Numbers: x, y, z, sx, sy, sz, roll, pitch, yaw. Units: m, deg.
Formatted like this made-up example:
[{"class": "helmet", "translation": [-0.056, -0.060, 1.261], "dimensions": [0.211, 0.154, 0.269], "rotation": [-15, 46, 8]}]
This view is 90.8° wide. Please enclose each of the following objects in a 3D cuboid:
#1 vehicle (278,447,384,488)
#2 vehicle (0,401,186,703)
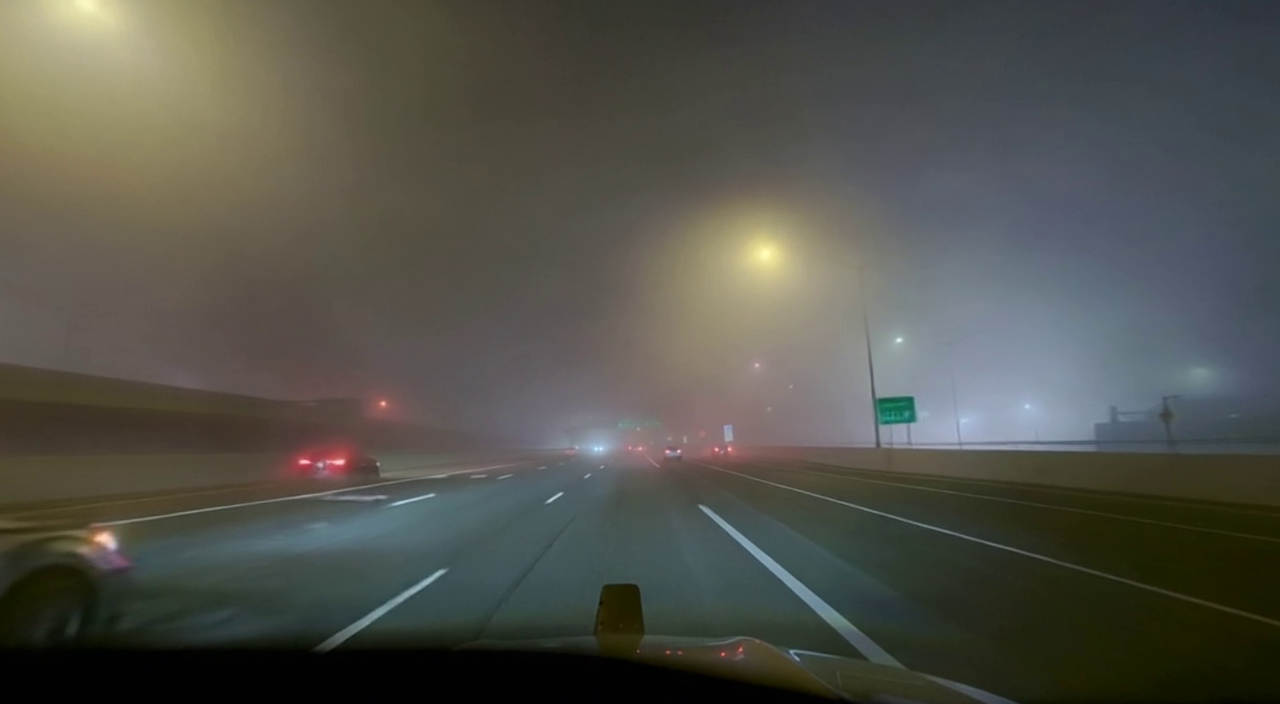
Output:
[{"class": "vehicle", "translation": [-11.419, 4.253, 23.720], "dimensions": [1.861, 1.373, 4.211], "rotation": [0, -8, 0]}, {"class": "vehicle", "translation": [-4.033, 0.835, 1.864], "dimensions": [2.051, 1.516, 4.493], "rotation": [0, -8, 0]}]
